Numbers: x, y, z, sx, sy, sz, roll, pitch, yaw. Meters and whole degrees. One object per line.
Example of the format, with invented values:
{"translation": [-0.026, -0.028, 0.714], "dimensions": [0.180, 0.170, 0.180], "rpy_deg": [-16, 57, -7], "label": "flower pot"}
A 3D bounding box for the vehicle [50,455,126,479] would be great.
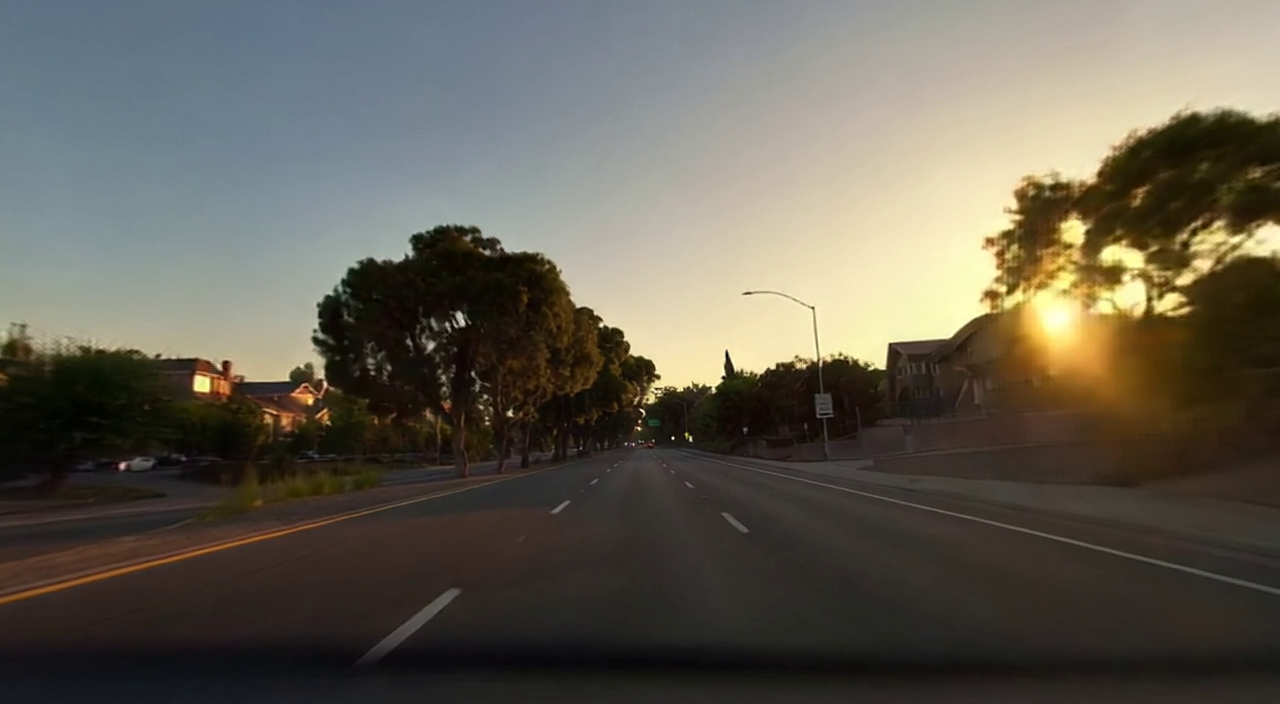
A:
{"translation": [-43.477, 9.054, 49.767], "dimensions": [1.882, 1.684, 4.541], "rpy_deg": [0, -8, 0], "label": "vehicle"}
